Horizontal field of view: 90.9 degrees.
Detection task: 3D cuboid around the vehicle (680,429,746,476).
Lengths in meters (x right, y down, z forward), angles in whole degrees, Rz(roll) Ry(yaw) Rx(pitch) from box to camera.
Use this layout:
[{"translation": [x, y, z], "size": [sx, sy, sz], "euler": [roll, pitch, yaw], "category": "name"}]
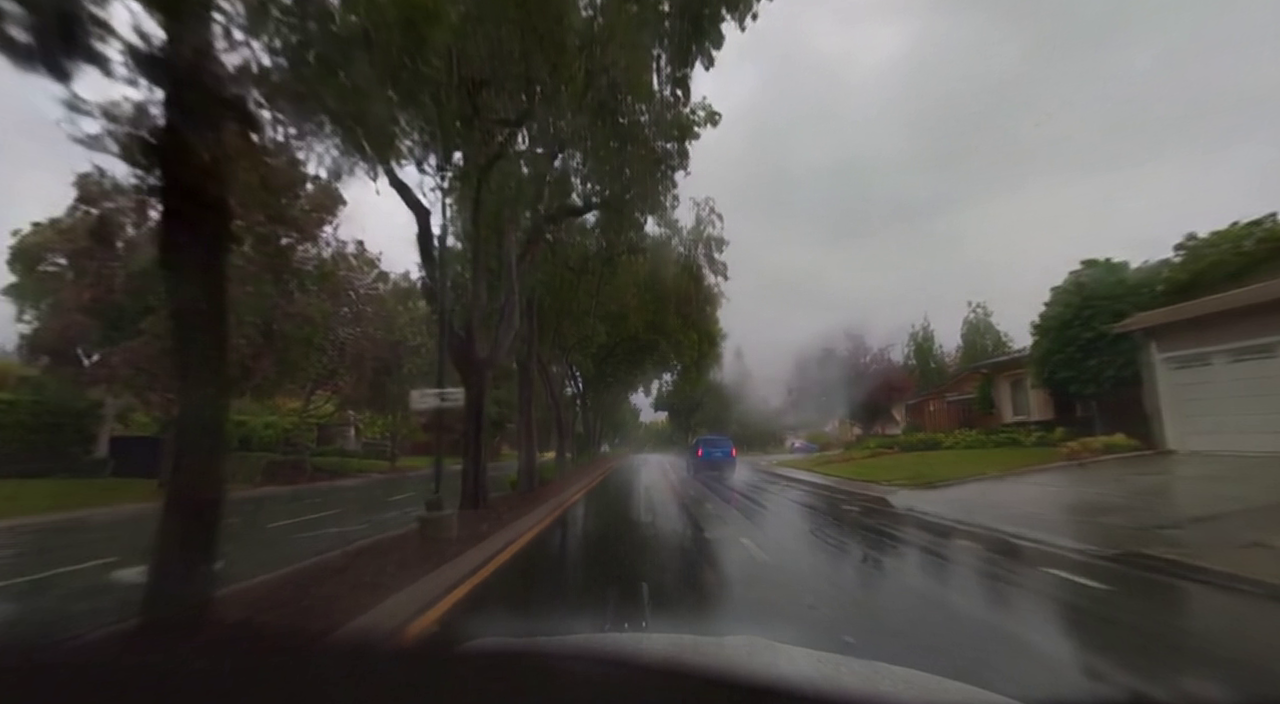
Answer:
[{"translation": [2.967, 4.227, 26.646], "size": [2.180, 1.773, 4.639], "euler": [0, -8, 0], "category": "vehicle"}]
